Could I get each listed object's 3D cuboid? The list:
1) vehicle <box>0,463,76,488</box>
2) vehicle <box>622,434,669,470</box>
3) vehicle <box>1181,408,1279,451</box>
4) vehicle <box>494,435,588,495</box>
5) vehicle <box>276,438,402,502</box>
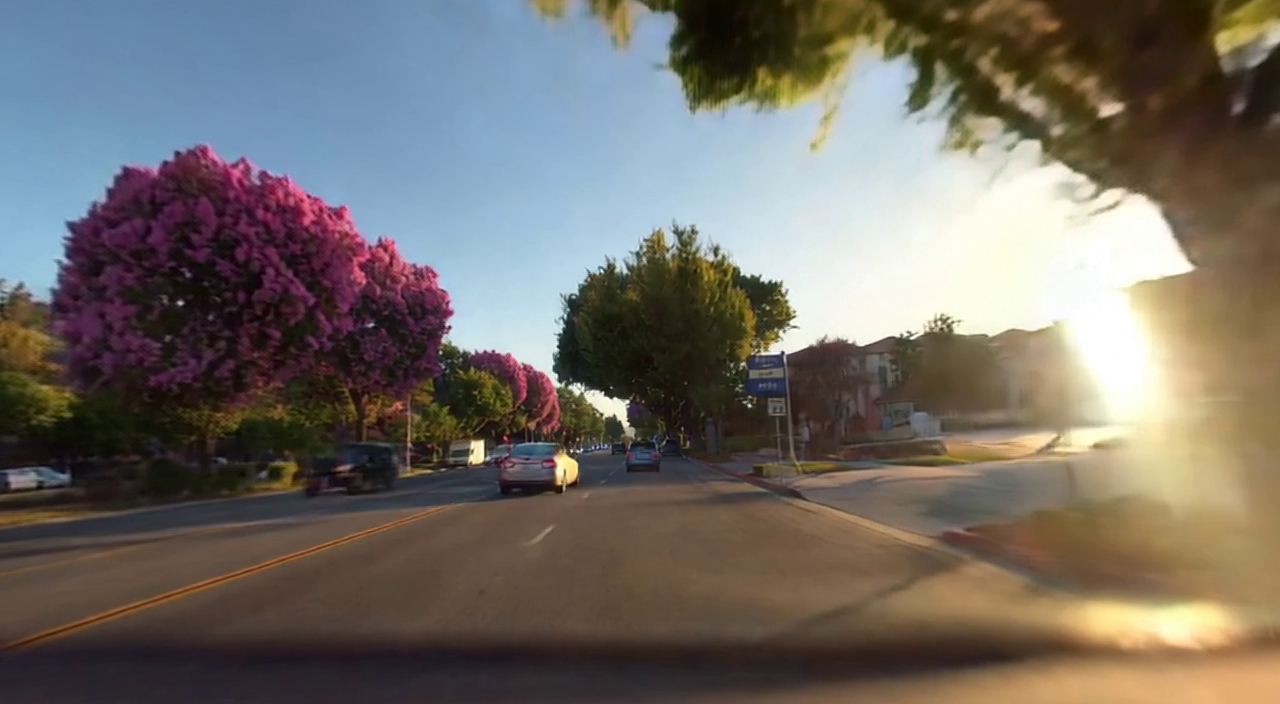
[{"bbox_3d":[-42.257,8.602,44.052,4.089,1.565,1.759,0,-8,0],"label":"vehicle"},{"bbox_3d":[0.228,5.391,34.101,2.376,1.801,4.317,0,-8,-1],"label":"vehicle"},{"bbox_3d":[23.088,2.886,23.218,1.987,1.465,4.819,0,-8,-2],"label":"vehicle"},{"bbox_3d":[-2.914,3.439,19.562,2.167,1.634,4.220,0,-8,1],"label":"vehicle"},{"bbox_3d":[-9.533,3.737,20.452,2.028,1.825,4.208,0,-8,-1],"label":"vehicle"}]
